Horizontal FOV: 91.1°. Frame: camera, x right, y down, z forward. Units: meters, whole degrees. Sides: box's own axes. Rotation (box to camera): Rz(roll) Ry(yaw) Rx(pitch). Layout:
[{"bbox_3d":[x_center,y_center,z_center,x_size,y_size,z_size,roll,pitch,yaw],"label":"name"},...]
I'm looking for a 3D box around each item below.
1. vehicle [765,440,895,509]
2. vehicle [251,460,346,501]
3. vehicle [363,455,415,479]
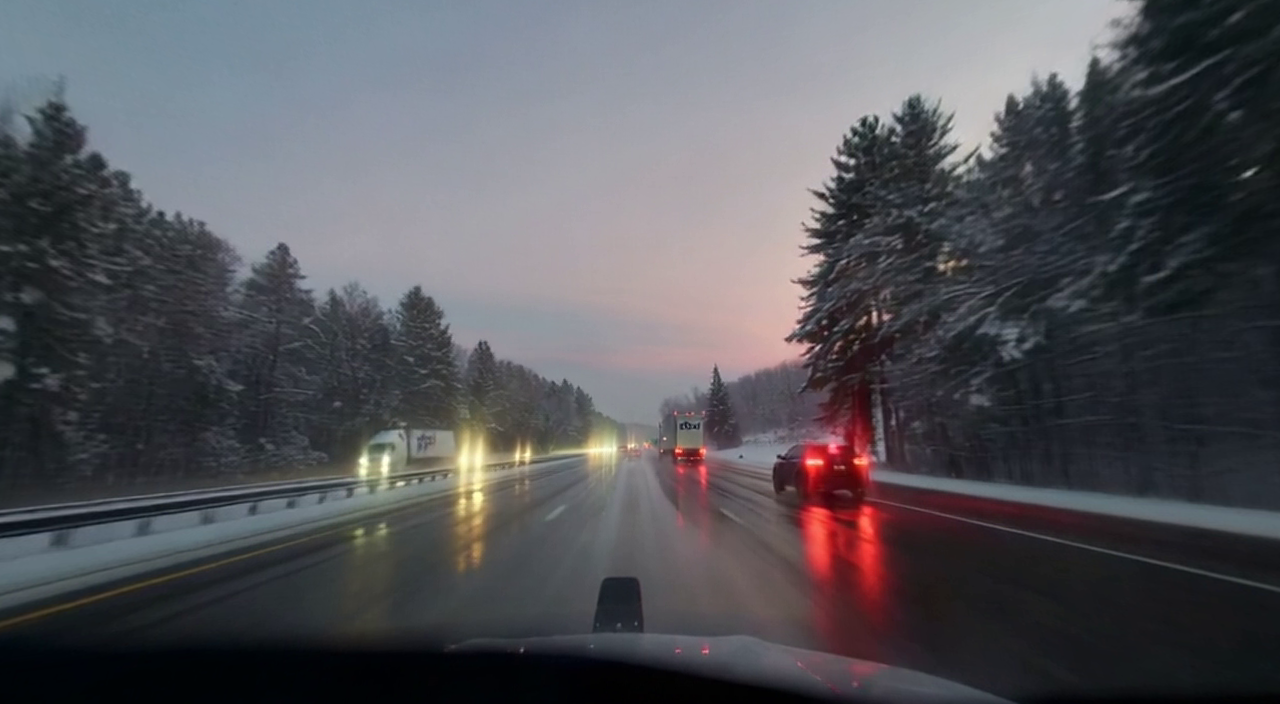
[{"bbox_3d":[4.510,2.952,15.574,1.910,1.474,3.776,0,-9,-2],"label":"vehicle"},{"bbox_3d":[-13.300,4.994,24.713,1.744,1.368,3.580,0,-9,-1],"label":"vehicle"},{"bbox_3d":[-17.036,7.796,42.910,1.841,1.468,4.174,0,-9,0],"label":"vehicle"}]
